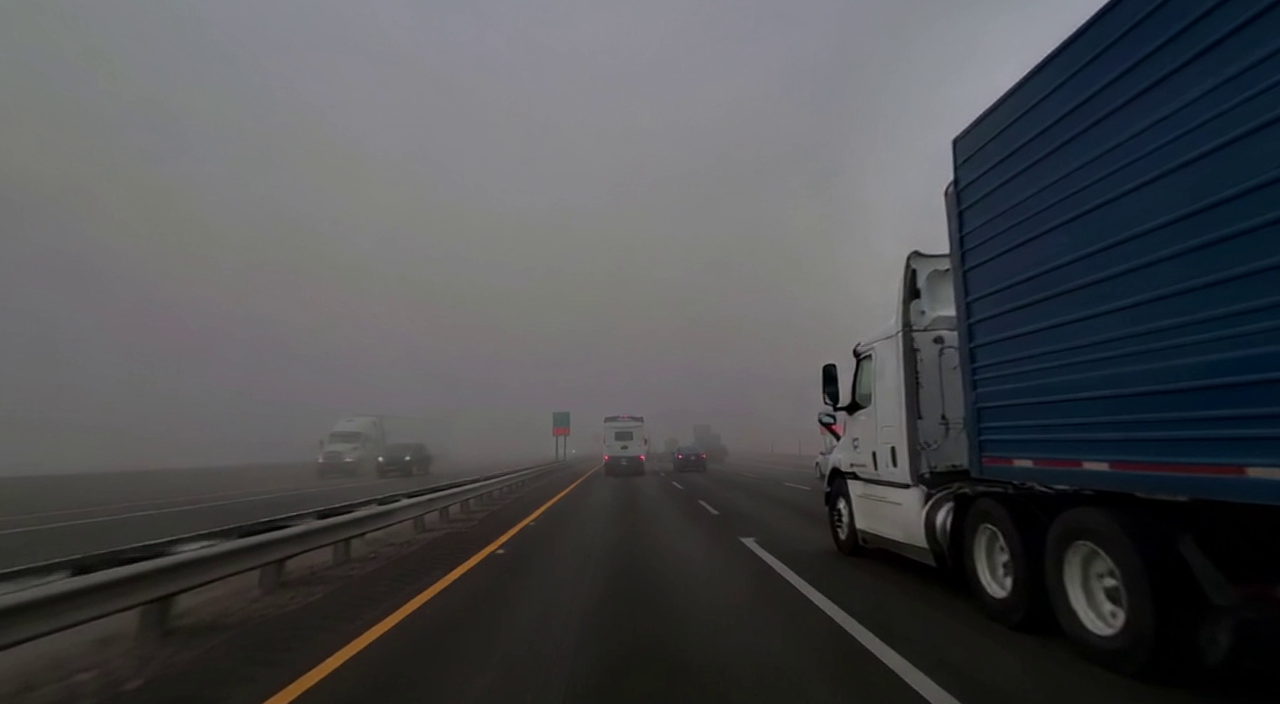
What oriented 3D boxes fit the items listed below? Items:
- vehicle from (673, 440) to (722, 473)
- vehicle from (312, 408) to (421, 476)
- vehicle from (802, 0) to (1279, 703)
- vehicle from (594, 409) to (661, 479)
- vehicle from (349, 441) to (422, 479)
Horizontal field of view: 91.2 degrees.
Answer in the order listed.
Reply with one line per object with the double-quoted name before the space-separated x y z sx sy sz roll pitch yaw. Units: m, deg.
"vehicle" 2.993 5.563 33.491 2.127 1.642 3.899 0 -9 -1
"vehicle" -18.345 6.263 43.151 3.003 4.059 10.427 0 -9 -2
"vehicle" 3.856 -0.131 3.368 2.972 4.007 10.643 0 -9 -1
"vehicle" -0.404 4.146 28.083 2.506 2.743 6.093 -1 -9 3
"vehicle" -13.674 5.808 34.008 2.044 1.914 4.638 0 -9 0
